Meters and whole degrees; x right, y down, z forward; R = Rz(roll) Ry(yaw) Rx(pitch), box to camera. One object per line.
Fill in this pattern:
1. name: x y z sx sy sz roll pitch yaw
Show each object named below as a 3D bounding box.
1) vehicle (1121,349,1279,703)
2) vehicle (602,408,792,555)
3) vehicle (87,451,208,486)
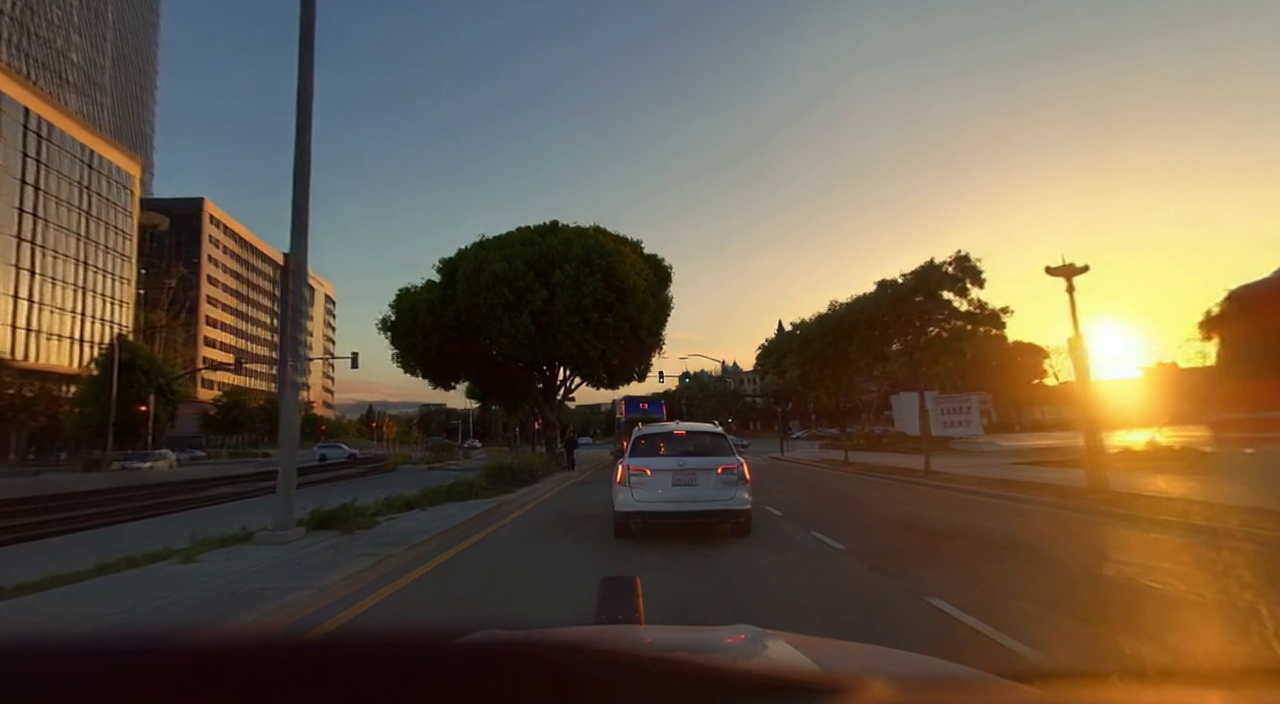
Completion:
1. vehicle: 3.826 0.614 1.134 2.212 1.709 4.715 0 -9 1
2. vehicle: 0.594 1.808 9.397 2.190 1.684 4.084 0 -9 -2
3. vehicle: -23.082 5.433 29.784 1.900 1.465 4.781 0 -9 -1
